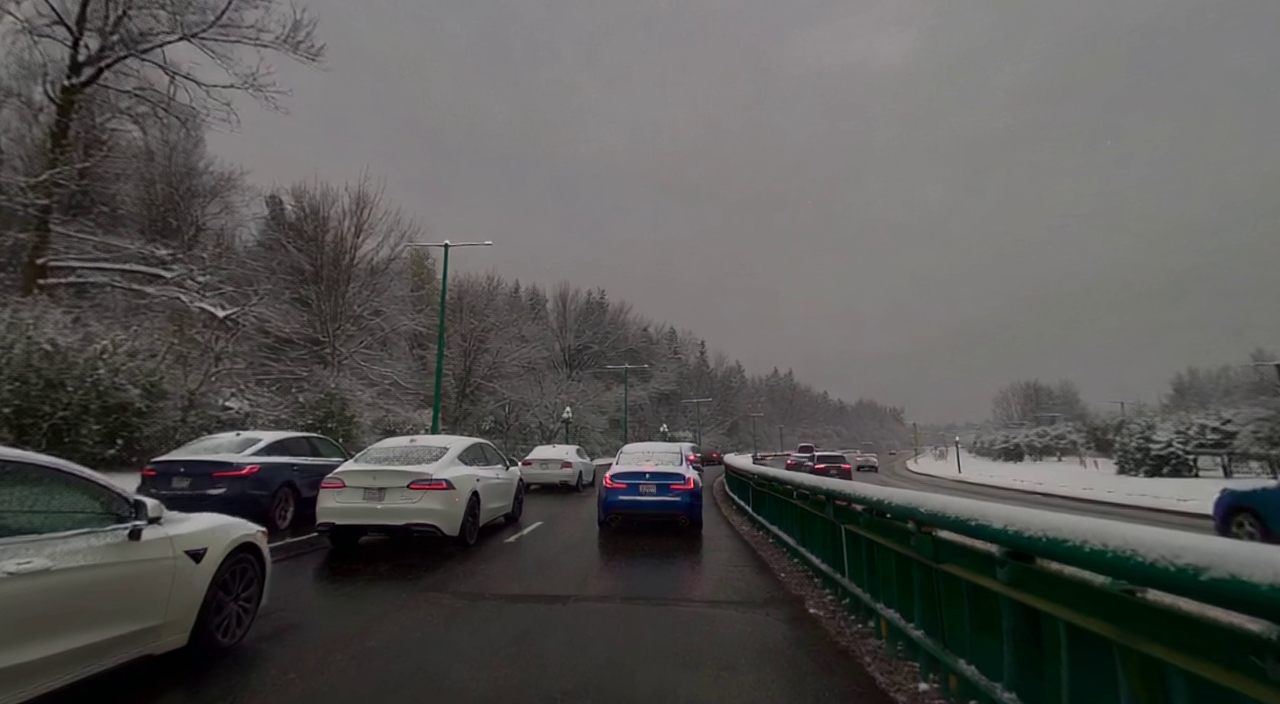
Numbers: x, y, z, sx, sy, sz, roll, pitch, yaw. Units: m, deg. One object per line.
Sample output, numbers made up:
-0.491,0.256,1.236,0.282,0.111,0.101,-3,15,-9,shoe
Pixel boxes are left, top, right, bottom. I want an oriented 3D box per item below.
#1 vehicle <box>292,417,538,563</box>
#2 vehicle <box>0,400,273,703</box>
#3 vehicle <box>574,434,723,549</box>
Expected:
-2.997,1.950,9.645,1.979,1.663,4.513,0,-9,2,vehicle
-3.496,0.876,2.068,1.921,1.503,4.317,0,-9,1,vehicle
0.201,2.218,10.721,2.015,1.506,4.276,0,-9,2,vehicle
